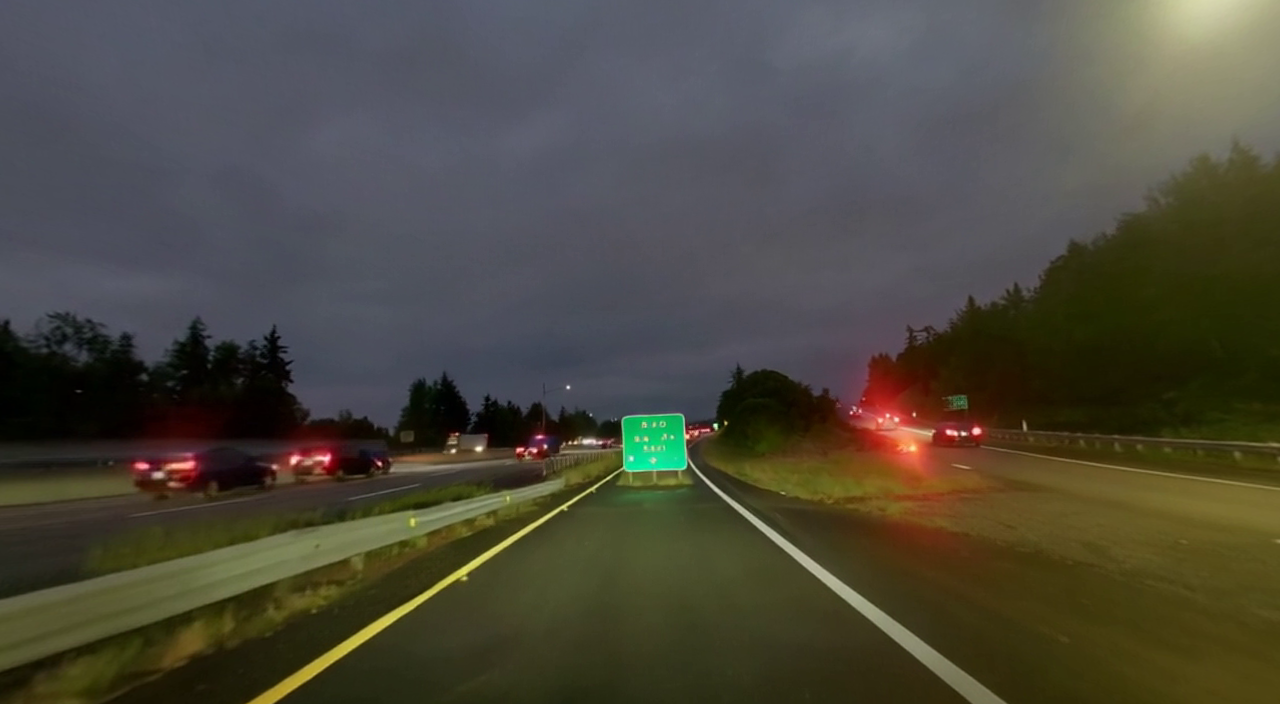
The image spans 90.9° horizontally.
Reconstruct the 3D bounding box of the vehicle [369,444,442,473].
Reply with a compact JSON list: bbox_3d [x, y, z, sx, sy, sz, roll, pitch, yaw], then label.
[{"bbox_3d":[-12.505,5.683,33.975,1.918,1.451,4.668,-1,-8,4],"label":"vehicle"}]

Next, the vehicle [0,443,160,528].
[{"bbox_3d":[-12.791,2.674,12.995,1.958,1.545,4.588,-1,-8,4],"label":"vehicle"}]

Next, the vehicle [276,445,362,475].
[{"bbox_3d":[-16.700,5.605,33.102,1.825,1.437,4.692,-1,-8,3],"label":"vehicle"}]

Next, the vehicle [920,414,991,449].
[{"bbox_3d":[16.429,4.224,33.107,2.098,1.654,4.637,-2,-8,11],"label":"vehicle"}]

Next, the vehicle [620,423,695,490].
[{"bbox_3d":[0.497,3.203,19.701,2.043,1.821,4.558,-1,-8,1],"label":"vehicle"}]
